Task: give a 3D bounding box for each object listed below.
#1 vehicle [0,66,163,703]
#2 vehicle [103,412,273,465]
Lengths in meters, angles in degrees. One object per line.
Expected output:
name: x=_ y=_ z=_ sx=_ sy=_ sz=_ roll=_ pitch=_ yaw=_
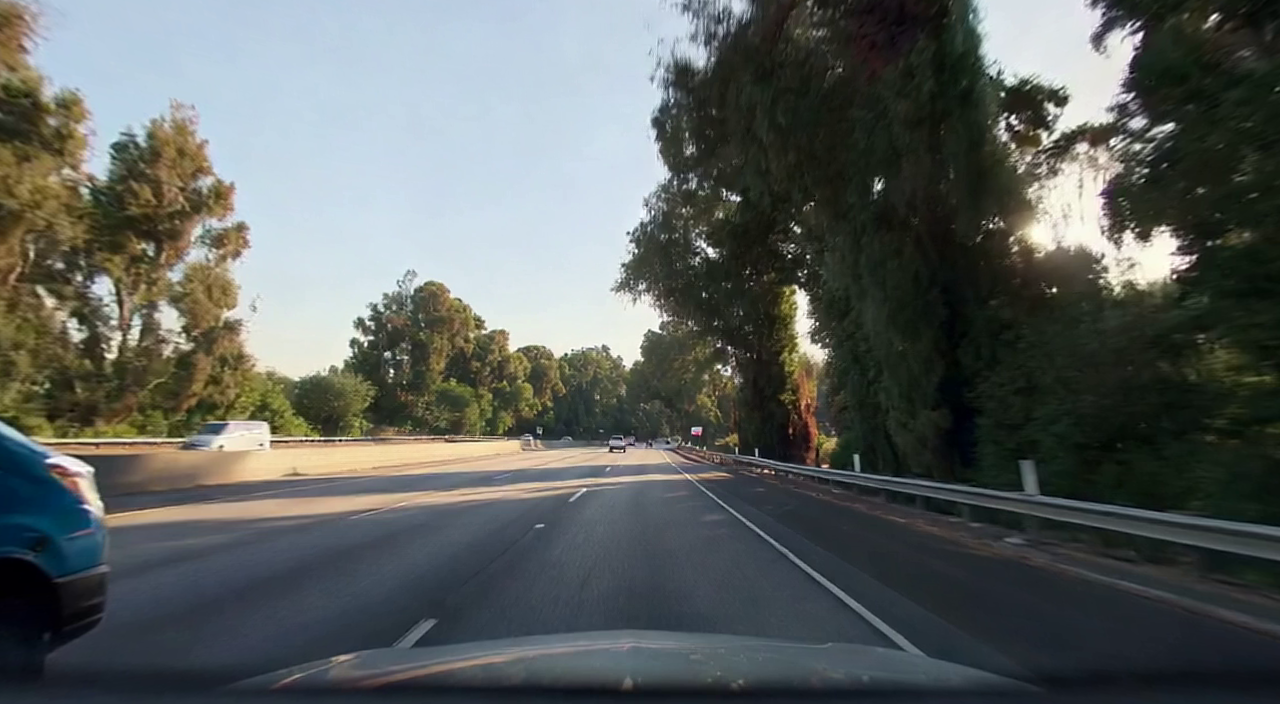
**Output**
vehicle: x=-3.927 y=-0.056 z=0.586 sx=2.319 sy=2.883 sz=5.632 roll=0 pitch=-8 yaw=2
vehicle: x=-20.702 y=4.093 z=29.543 sx=2.597 sy=2.167 sz=7.072 roll=0 pitch=-8 yaw=1
